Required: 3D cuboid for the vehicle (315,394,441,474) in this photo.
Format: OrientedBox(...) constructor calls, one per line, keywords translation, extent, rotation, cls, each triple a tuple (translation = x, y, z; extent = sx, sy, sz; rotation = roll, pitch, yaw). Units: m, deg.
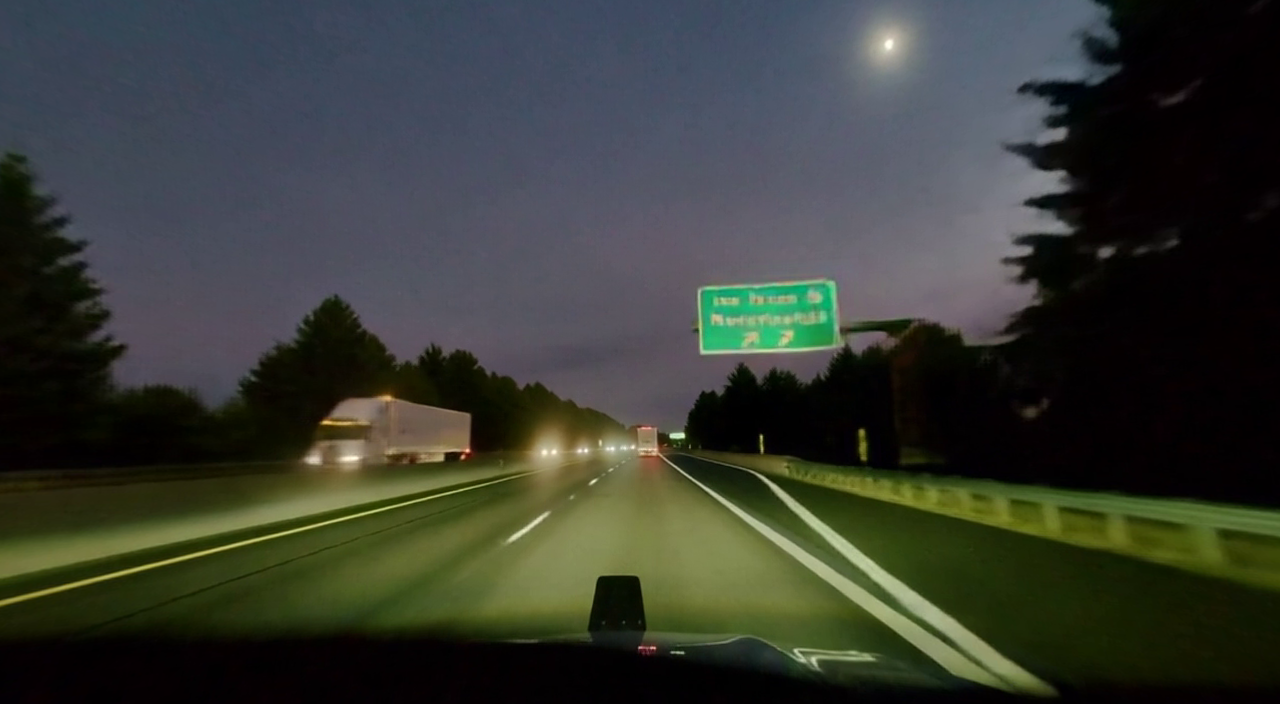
OrientedBox(translation=(-16.183, 5.356, 40.233), extent=(3.237, 4.404, 10.808), rotation=(0, -9, 1), cls="vehicle")
